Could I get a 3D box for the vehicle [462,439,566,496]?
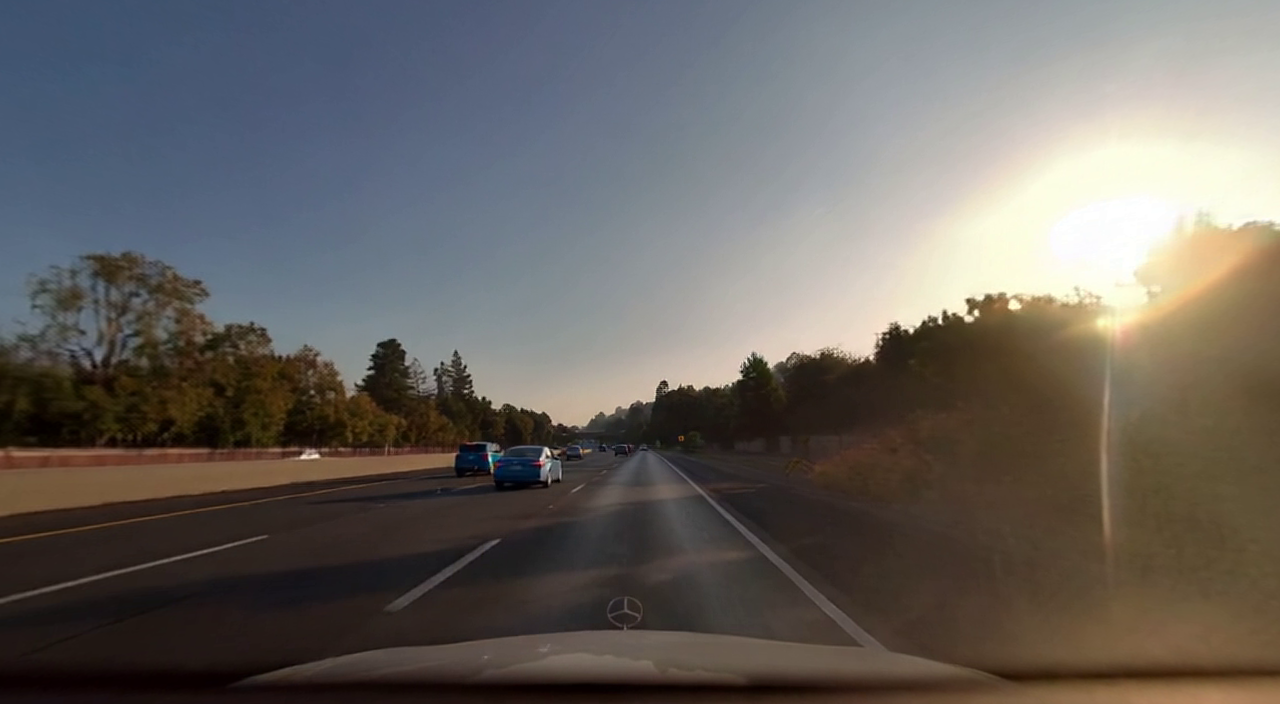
[{"bbox_3d":[-3.653,3.444,19.296,2.081,1.514,4.943,0,-8,1],"label":"vehicle"}]
